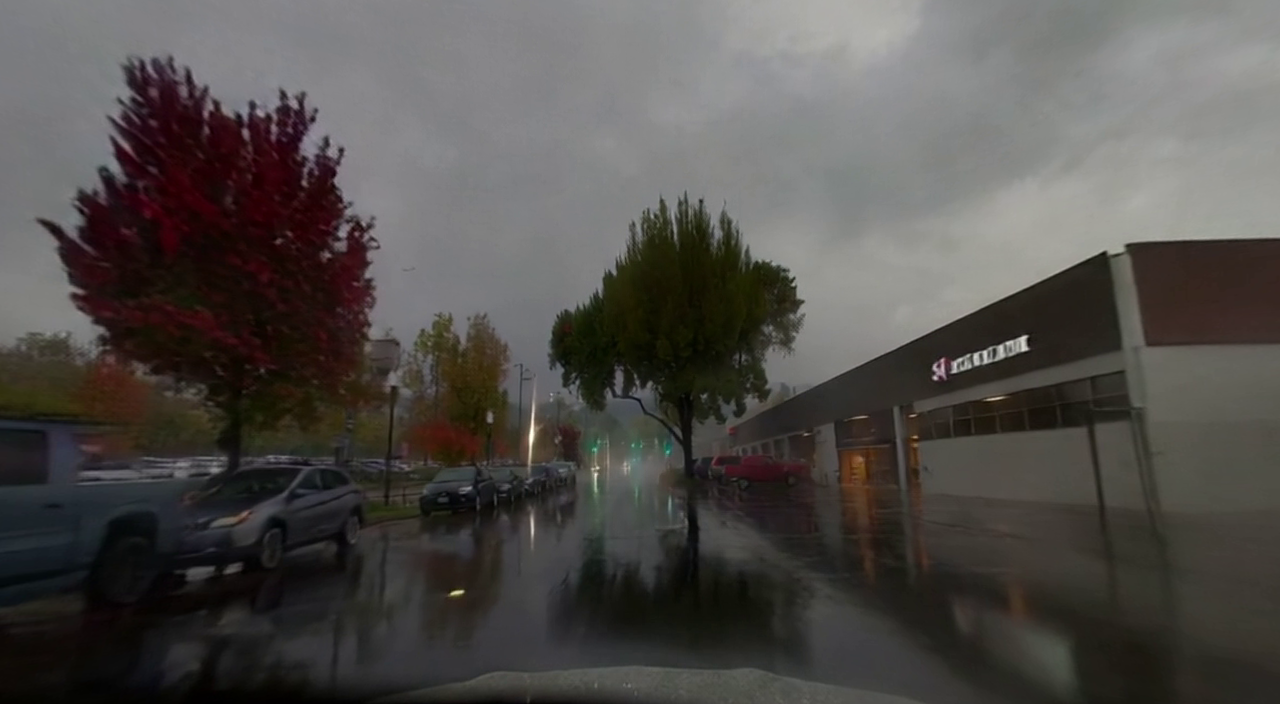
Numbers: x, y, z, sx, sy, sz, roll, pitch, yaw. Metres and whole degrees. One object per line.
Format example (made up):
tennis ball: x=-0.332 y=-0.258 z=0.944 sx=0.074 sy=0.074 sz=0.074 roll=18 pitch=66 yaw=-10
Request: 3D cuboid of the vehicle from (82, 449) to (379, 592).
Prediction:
vehicle: x=-5.873 y=2.446 z=9.821 sx=1.777 sy=1.687 sz=4.116 roll=1 pitch=-11 yaw=0

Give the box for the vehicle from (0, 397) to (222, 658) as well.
vehicle: x=-5.997 y=1.385 z=5.026 sx=1.990 sy=2.011 sz=4.765 roll=1 pitch=-11 yaw=0

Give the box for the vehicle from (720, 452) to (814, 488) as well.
vehicle: x=6.252 y=5.859 z=31.348 sx=4.193 sy=1.665 sz=1.924 roll=1 pitch=-11 yaw=-2

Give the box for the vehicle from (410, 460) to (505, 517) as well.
vehicle: x=-5.889 y=4.464 z=20.916 sx=1.832 sy=1.623 sz=4.424 roll=1 pitch=-11 yaw=0
